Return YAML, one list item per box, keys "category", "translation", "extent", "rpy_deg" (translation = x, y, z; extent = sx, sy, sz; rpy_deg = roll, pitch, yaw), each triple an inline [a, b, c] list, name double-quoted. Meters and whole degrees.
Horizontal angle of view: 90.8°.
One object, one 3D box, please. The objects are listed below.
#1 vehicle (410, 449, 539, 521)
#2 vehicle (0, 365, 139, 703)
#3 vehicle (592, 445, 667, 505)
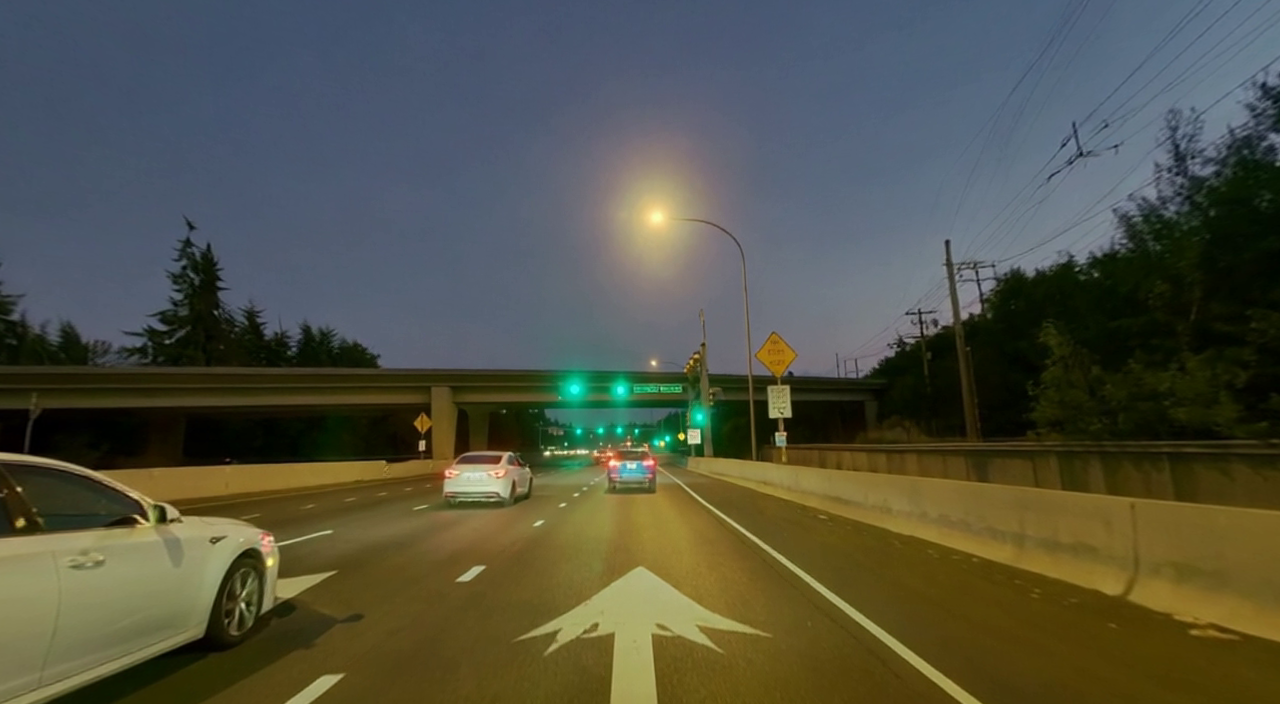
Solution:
- category: "vehicle"
  translation: [-3.751, 3.065, 15.153]
  extent: [1.946, 1.437, 4.154]
  rpy_deg: [0, -8, 0]
- category: "vehicle"
  translation: [-3.557, 0.673, 1.049]
  extent: [1.925, 1.666, 4.271]
  rpy_deg: [0, -8, 0]
- category: "vehicle"
  translation: [-0.302, 3.575, 18.806]
  extent: [1.985, 1.565, 3.968]
  rpy_deg: [0, -8, 0]
